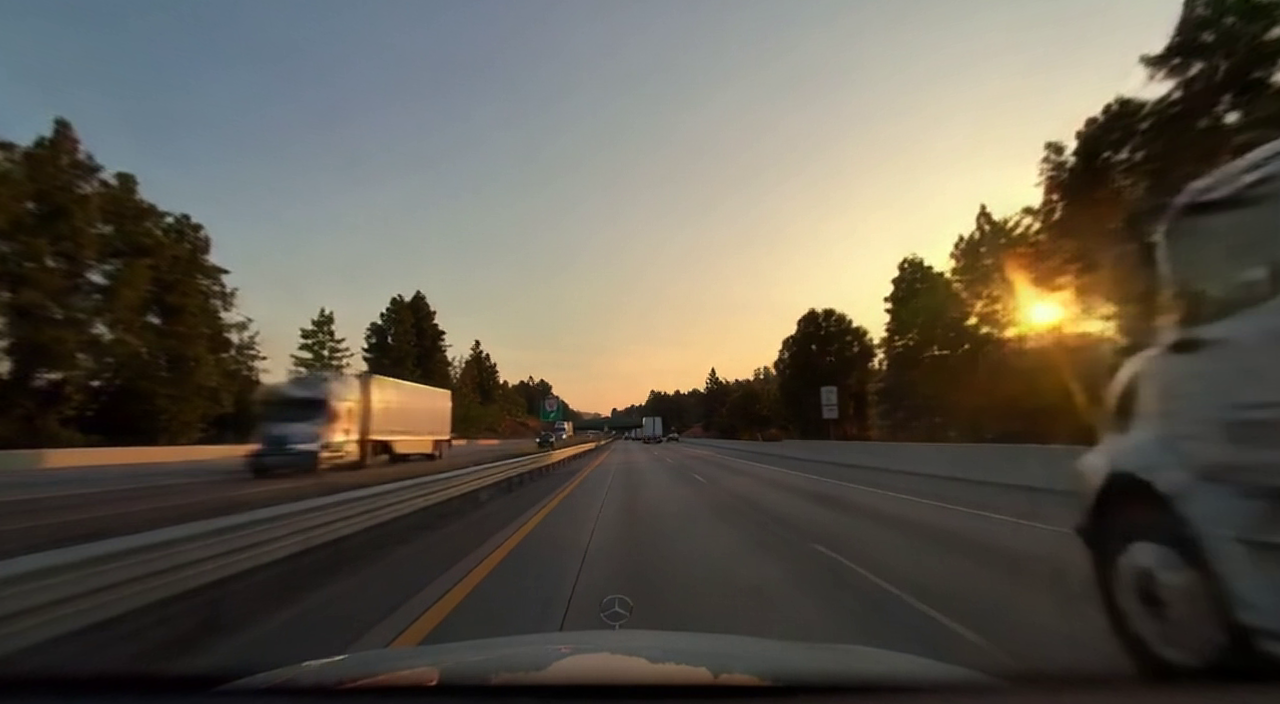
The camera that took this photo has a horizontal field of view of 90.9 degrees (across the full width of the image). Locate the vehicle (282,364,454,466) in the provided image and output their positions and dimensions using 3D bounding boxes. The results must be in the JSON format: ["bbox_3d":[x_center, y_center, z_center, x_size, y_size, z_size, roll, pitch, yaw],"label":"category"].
[{"bbox_3d":[-13.136,3.504,32.814,2.913,4.132,14.438,0,-8,-1],"label":"vehicle"}]
